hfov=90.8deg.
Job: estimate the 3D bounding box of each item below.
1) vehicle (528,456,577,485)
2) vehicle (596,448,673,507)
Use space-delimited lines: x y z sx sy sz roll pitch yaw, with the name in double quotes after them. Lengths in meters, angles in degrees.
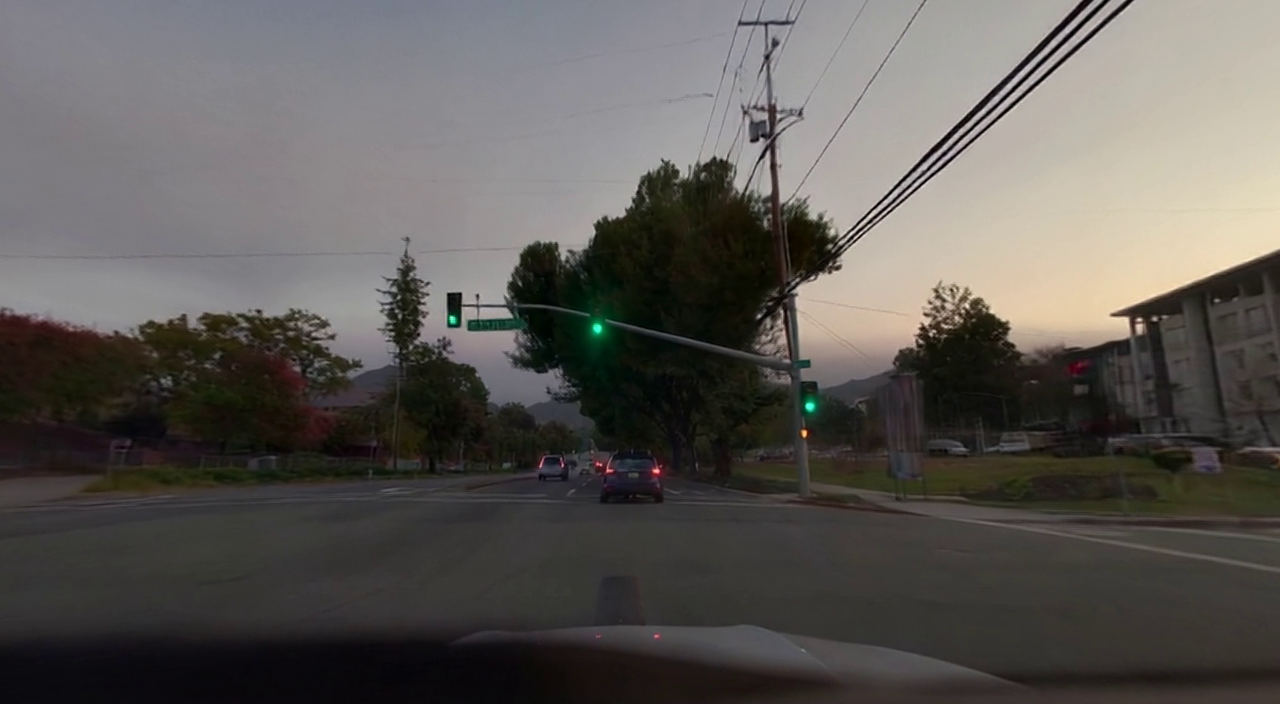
-4.929 6.733 36.238 2.153 1.474 4.284 0 -9 0 "vehicle"
-0.182 3.824 19.763 2.156 1.636 3.923 0 -9 -1 "vehicle"
